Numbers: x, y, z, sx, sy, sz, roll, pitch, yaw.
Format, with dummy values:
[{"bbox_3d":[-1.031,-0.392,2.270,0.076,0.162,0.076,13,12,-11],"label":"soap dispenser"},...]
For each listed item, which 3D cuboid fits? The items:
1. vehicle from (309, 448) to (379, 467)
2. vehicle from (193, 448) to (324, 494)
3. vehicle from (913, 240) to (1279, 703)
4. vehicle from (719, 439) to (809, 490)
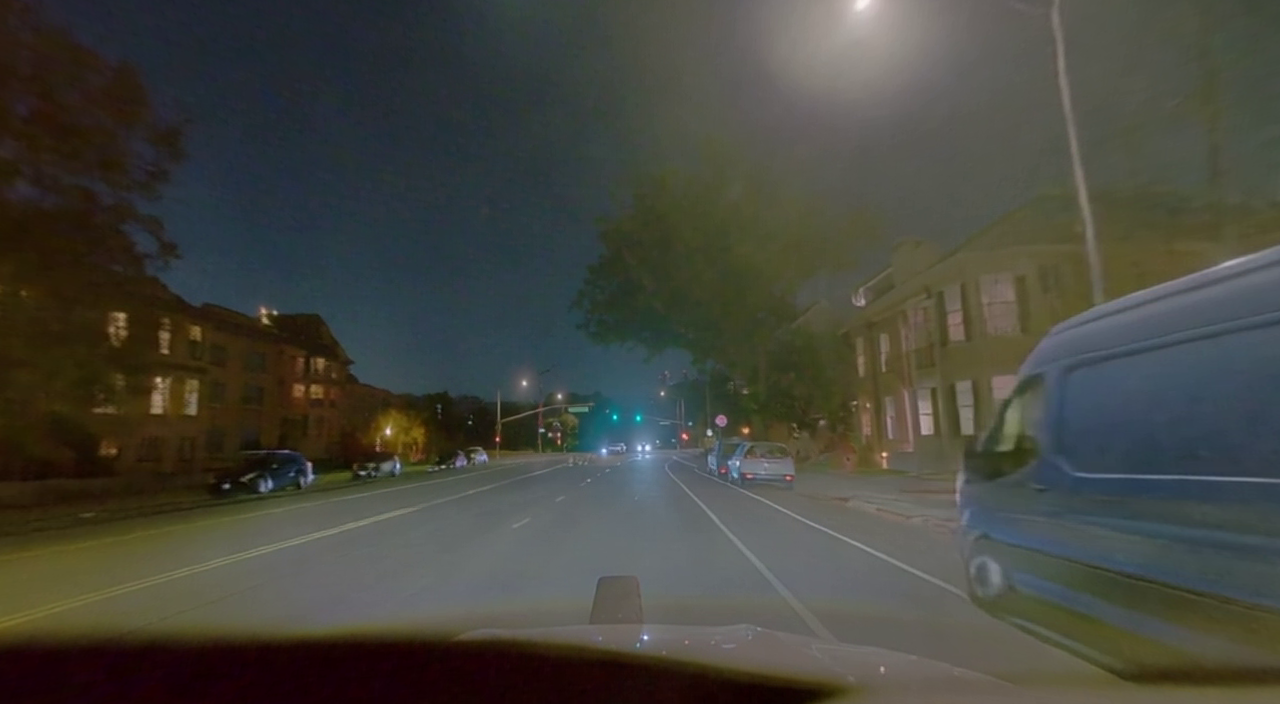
[{"bbox_3d":[-22.251,7.943,47.592,4.397,1.423,1.789,-1,-9,2],"label":"vehicle"},{"bbox_3d":[-14.149,4.398,23.851,1.923,1.535,4.862,0,-8,0],"label":"vehicle"},{"bbox_3d":[3.857,0.730,3.164,2.521,2.168,5.478,0,-9,0],"label":"vehicle"},{"bbox_3d":[3.908,3.639,20.740,1.956,1.468,4.524,0,-9,-1],"label":"vehicle"}]
